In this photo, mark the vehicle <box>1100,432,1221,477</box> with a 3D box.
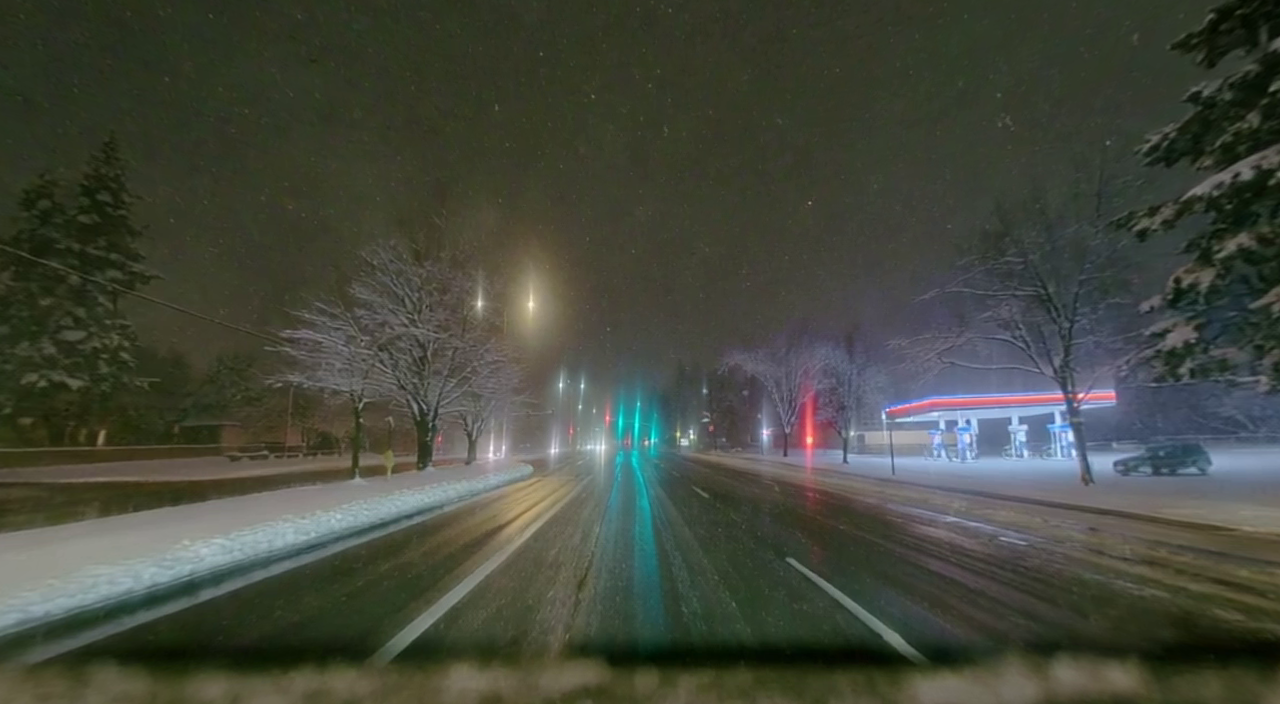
[{"bbox_3d":[21.460,4.230,26.130,3.442,1.599,1.613,-3,-10,-2],"label":"vehicle"}]
